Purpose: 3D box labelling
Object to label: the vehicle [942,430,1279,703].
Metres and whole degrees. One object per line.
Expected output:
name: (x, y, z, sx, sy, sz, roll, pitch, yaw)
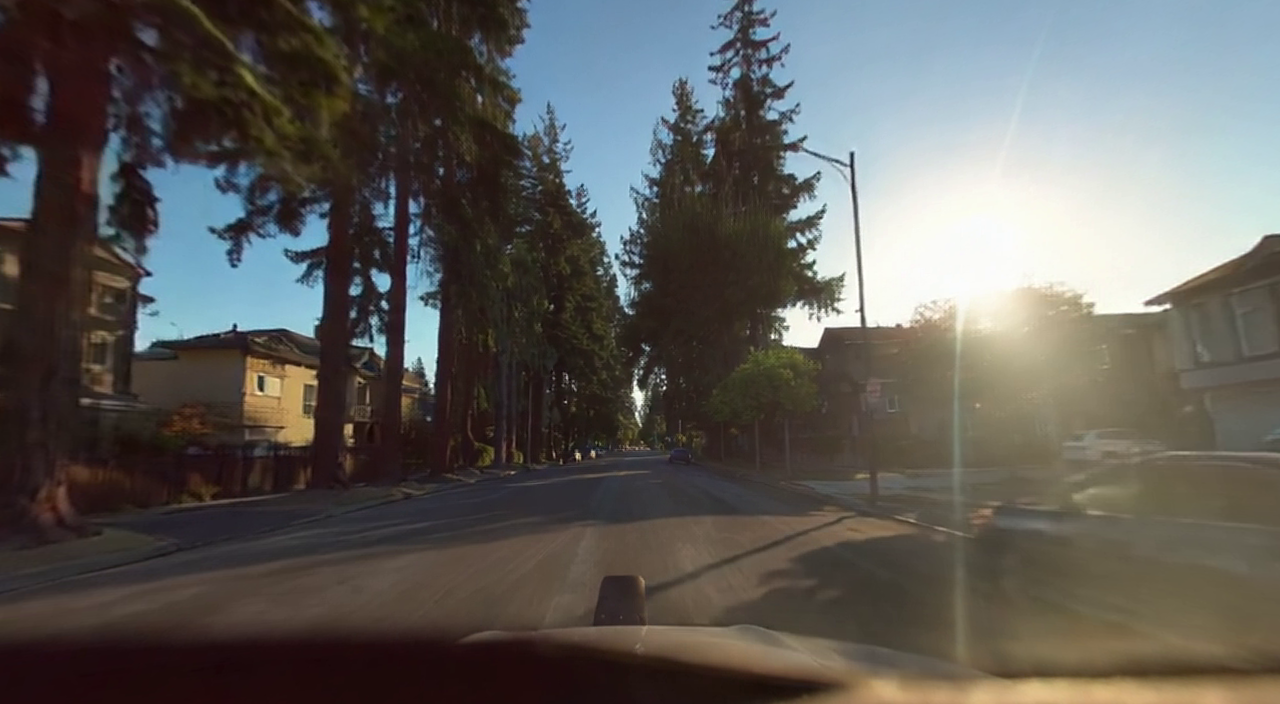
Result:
vehicle: (3.824, 1.209, 3.586, 2.013, 1.473, 4.329, 0, -9, -1)
